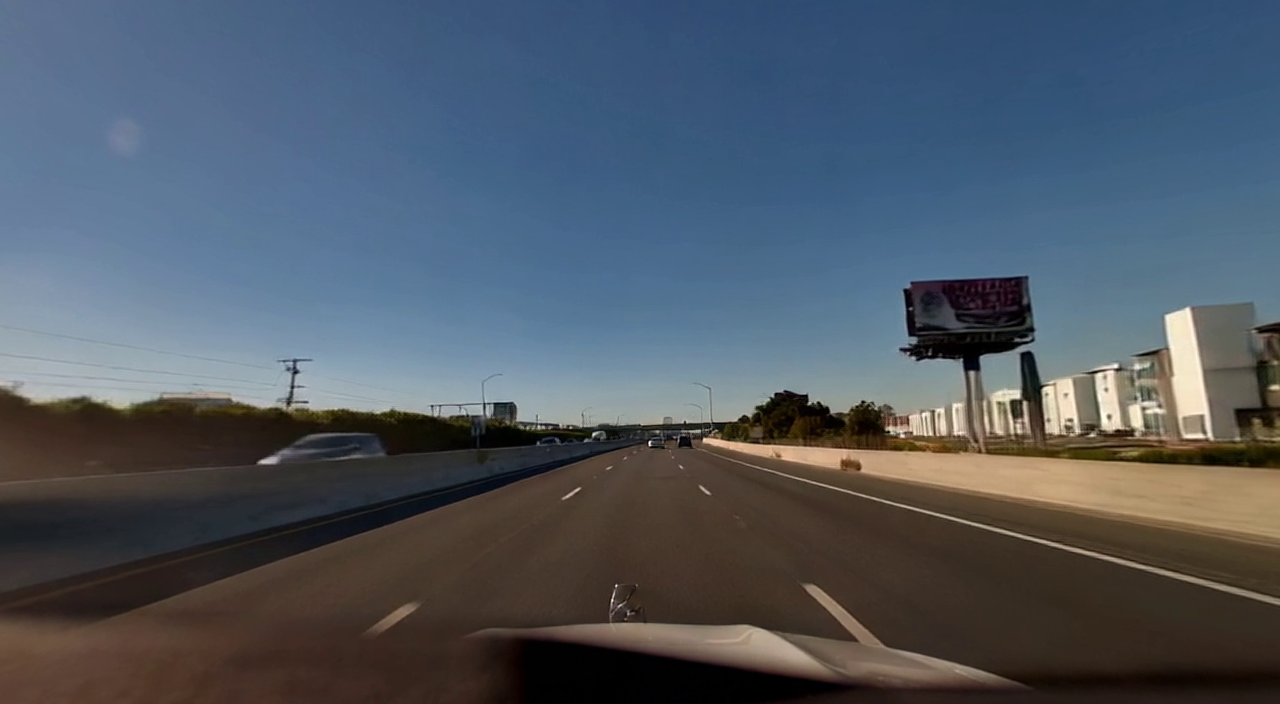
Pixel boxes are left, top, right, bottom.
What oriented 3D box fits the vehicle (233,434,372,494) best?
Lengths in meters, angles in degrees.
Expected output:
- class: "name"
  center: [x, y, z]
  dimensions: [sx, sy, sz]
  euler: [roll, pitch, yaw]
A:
- class: "vehicle"
  center: [-10.369, 3.450, 19.822]
  dimensions: [1.956, 1.669, 4.228]
  euler: [0, -8, 1]
